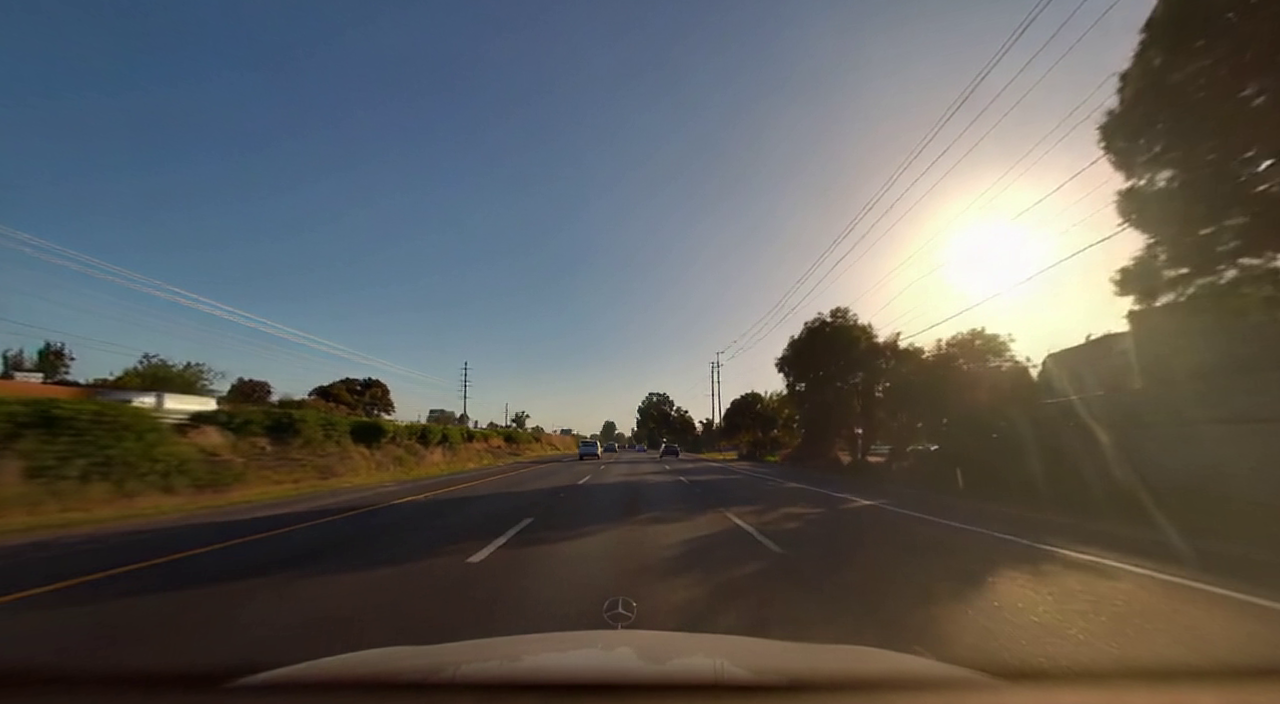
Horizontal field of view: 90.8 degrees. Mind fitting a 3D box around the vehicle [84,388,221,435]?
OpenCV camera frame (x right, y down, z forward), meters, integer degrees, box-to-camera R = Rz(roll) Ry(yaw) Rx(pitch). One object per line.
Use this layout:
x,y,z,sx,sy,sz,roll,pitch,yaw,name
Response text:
-33.384,4.262,43.849,2.941,2.815,8.291,0,-8,0,vehicle
